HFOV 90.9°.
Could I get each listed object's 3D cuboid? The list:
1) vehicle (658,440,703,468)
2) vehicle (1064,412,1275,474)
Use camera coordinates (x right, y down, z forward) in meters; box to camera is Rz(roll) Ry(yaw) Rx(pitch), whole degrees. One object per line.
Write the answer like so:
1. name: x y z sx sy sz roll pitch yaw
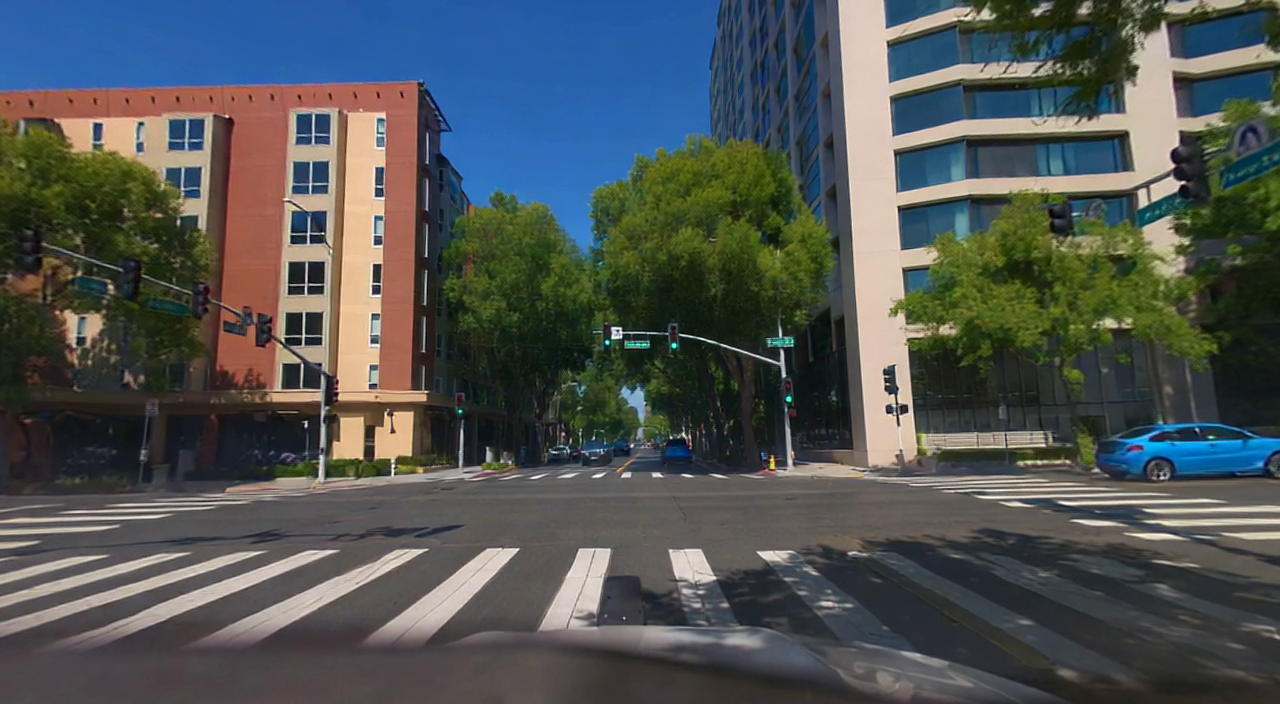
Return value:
1. vehicle: 2.255 5.871 36.394 2.039 1.470 4.355 0 -8 -4
2. vehicle: 16.918 2.938 20.397 4.802 1.860 2.146 0 -8 0
